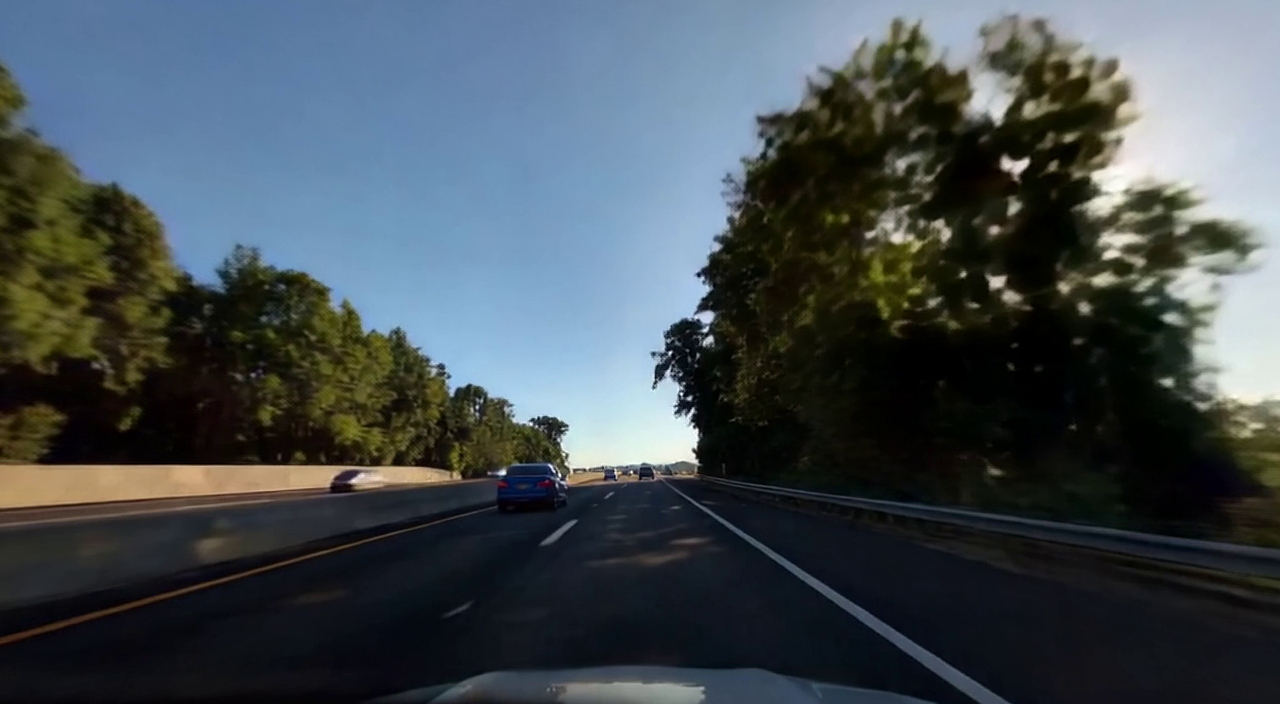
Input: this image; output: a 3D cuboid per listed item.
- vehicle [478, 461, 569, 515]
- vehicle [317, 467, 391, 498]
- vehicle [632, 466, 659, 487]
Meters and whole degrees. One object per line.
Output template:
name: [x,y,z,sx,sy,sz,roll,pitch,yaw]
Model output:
vehicle: [-3.623,4.355,20.478,2.047,1.523,4.279,0,-11,1]
vehicle: [-15.856,7.256,35.246,1.906,1.521,4.727,1,-11,0]
vehicle: [0.449,9.840,49.850,2.065,1.596,3.869,1,-11,1]
